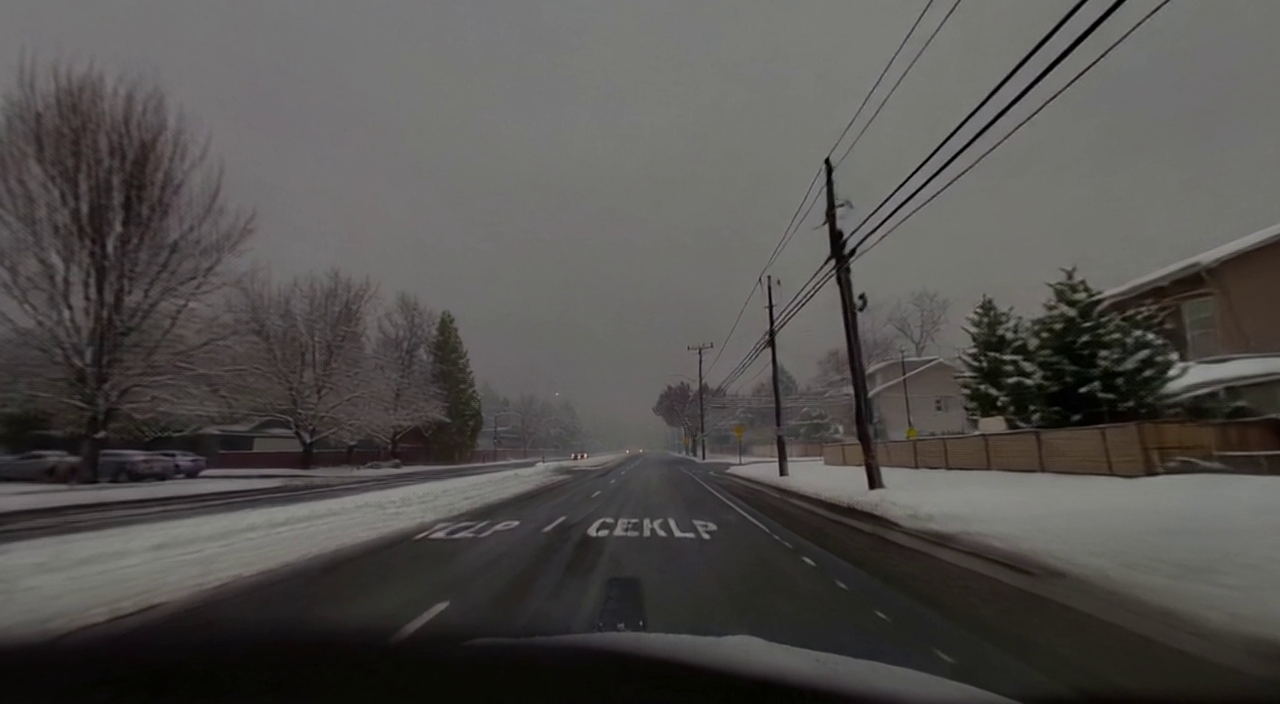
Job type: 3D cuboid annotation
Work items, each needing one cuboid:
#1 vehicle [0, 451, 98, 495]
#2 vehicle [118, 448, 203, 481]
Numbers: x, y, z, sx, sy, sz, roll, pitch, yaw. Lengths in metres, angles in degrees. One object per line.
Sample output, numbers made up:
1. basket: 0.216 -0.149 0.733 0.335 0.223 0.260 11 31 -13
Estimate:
1. vehicle: -26.632 5.193 27.436 1.921 1.695 4.550 0 -8 3
2. vehicle: -29.021 6.787 38.404 2.100 1.845 4.793 2 -8 -11
